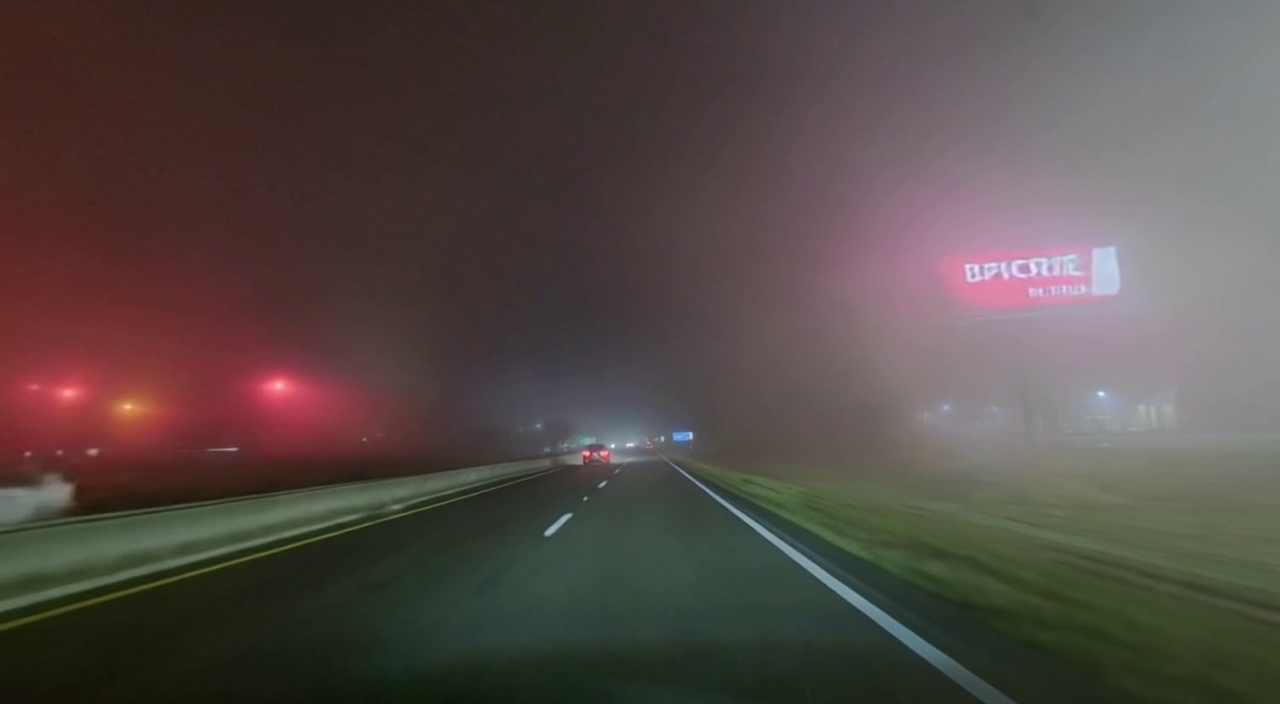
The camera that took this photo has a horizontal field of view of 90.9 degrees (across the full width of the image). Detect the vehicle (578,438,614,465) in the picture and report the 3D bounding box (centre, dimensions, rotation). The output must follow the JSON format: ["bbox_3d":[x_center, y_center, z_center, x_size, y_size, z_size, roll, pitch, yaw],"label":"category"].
[{"bbox_3d":[-3.082,7.138,45.426,2.159,1.793,5.027,-1,-8,1],"label":"vehicle"}]
